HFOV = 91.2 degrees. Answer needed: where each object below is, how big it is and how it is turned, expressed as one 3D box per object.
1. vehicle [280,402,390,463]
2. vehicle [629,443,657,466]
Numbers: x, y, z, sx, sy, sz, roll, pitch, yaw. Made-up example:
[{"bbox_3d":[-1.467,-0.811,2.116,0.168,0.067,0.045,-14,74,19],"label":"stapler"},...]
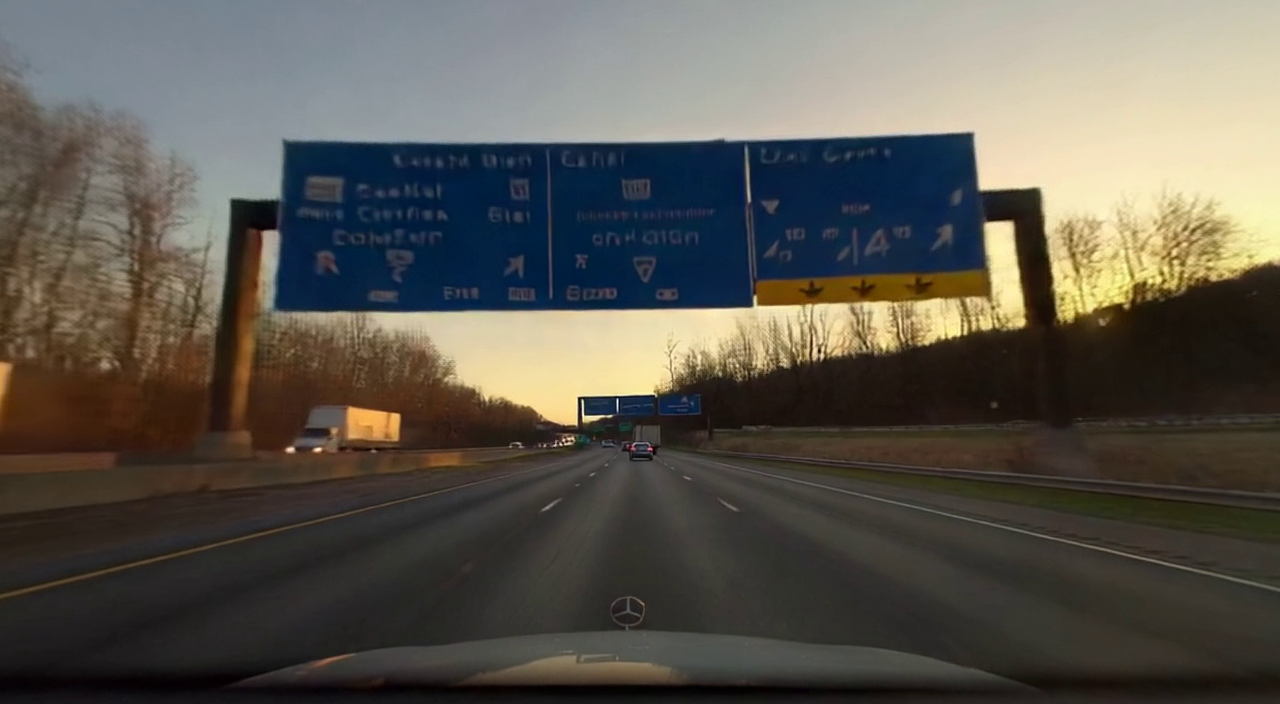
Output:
[{"bbox_3d":[-22.087,6.055,46.403,2.993,4.028,10.213,0,-9,0],"label":"vehicle"},{"bbox_3d":[0.202,7.004,43.004,1.859,1.478,3.799,0,-8,0],"label":"vehicle"}]
